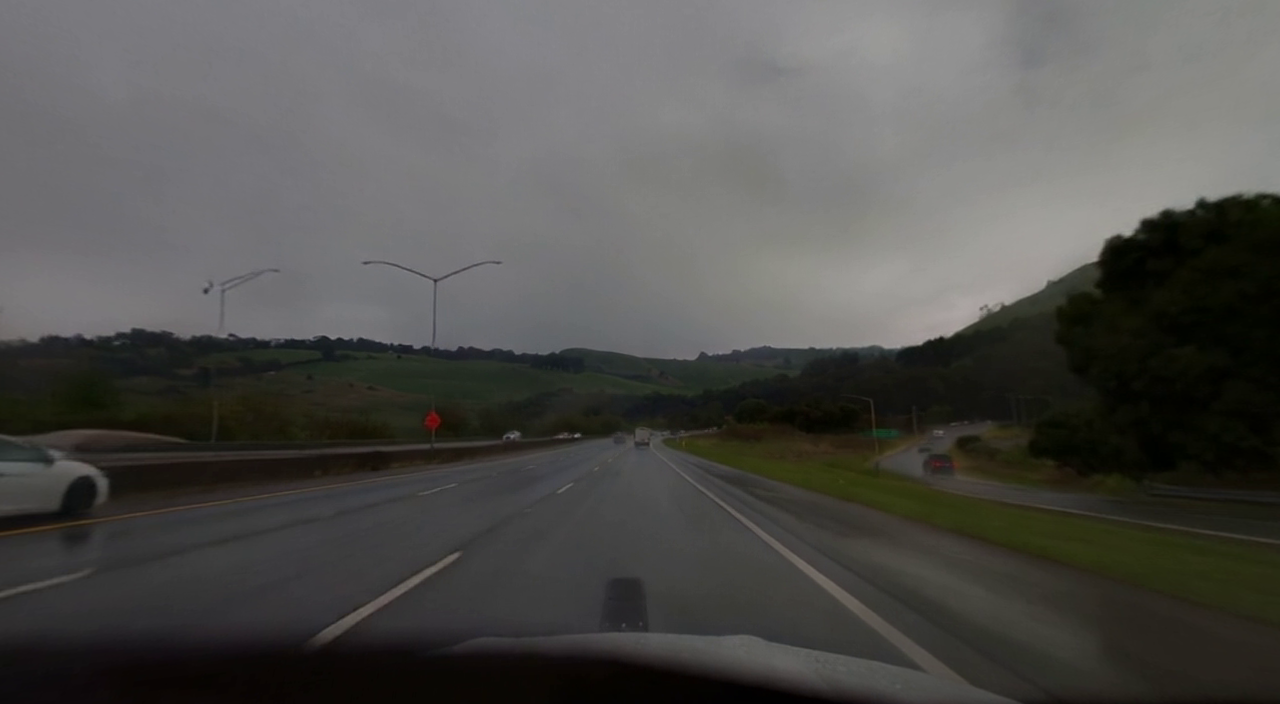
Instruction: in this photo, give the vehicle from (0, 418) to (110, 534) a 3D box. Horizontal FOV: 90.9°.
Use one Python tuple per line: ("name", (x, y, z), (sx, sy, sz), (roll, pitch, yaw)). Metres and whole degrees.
("vehicle", (-10.877, 1.810, 9.045), (2.152, 1.753, 4.972), (0, -8, 1))
